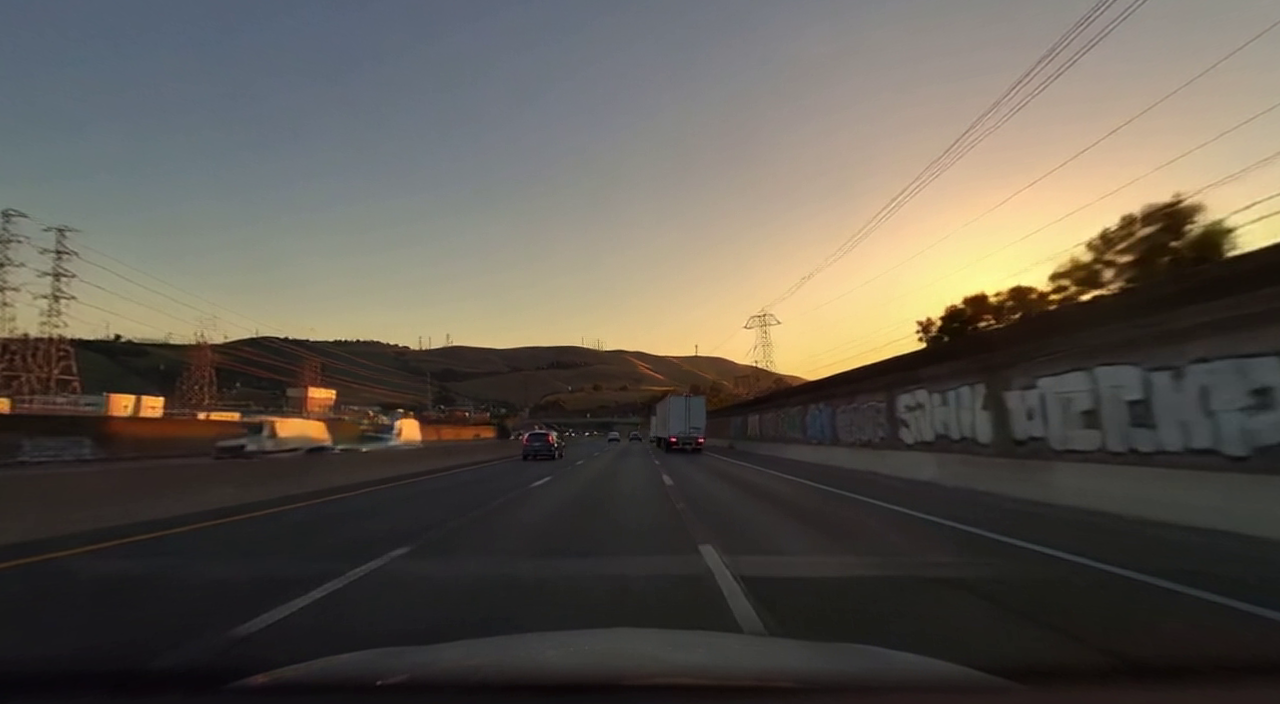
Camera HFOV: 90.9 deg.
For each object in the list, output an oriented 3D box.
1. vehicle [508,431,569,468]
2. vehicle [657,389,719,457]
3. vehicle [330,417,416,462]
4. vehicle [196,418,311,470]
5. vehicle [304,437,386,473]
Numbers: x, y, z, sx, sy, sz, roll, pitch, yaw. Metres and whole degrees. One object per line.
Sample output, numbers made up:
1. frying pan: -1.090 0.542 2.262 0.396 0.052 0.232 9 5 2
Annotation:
1. vehicle: -4.389 4.282 27.942 1.965 1.486 4.448 0 -8 0
2. vehicle: 2.887 4.800 41.442 3.060 3.842 11.095 0 -8 -1
3. vehicle: -15.887 5.289 38.076 2.230 2.477 6.722 0 -8 0
4. vehicle: -19.904 4.770 32.885 2.198 2.430 5.819 0 -8 0
5. vehicle: -11.941 4.162 25.723 1.683 1.377 3.452 0 -8 -1
